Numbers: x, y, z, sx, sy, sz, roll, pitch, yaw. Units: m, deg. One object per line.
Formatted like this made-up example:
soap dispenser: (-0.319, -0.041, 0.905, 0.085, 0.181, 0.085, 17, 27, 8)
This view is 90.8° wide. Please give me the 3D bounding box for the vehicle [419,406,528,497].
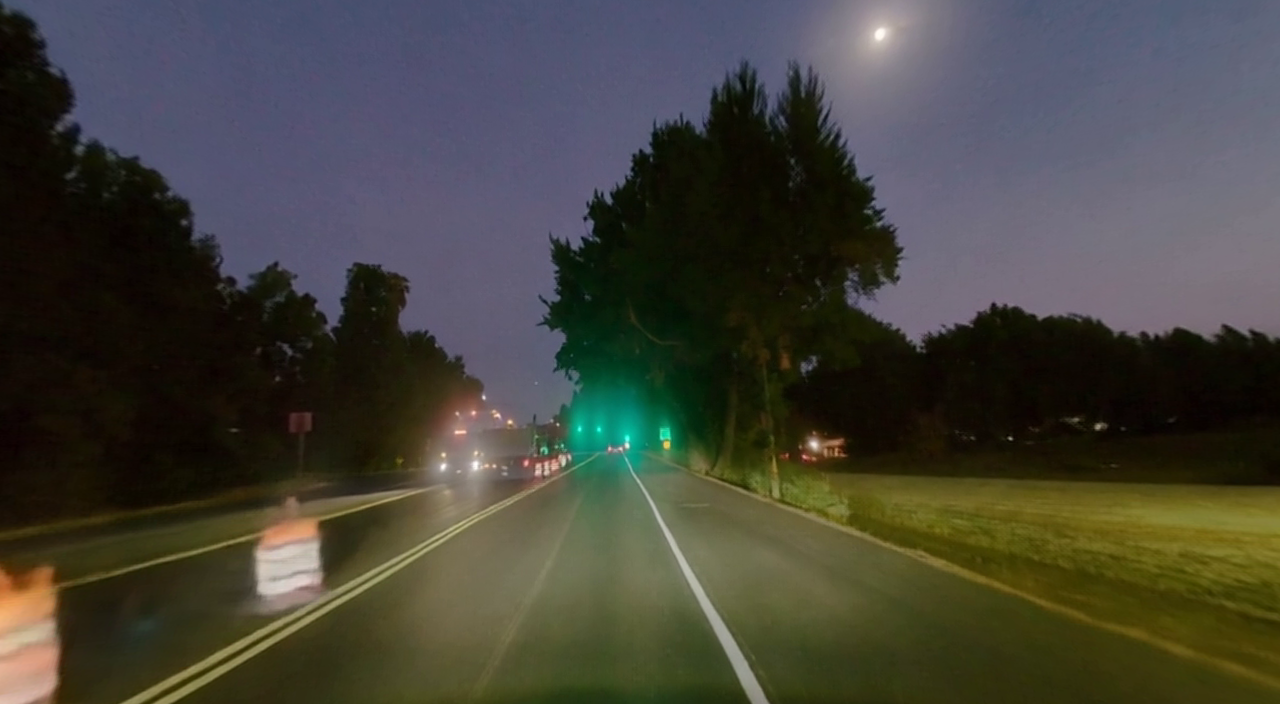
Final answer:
vehicle: (-4.954, 3.036, 19.514, 2.380, 2.488, 4.028, 0, -8, -2)
